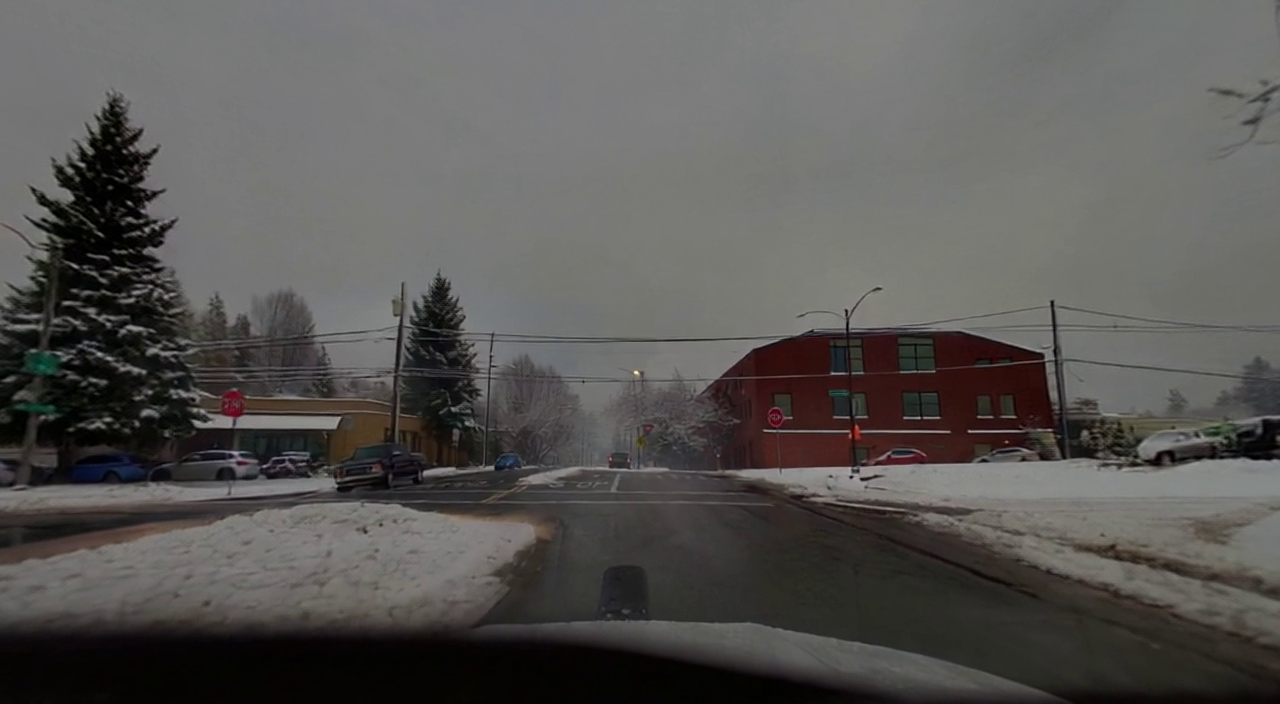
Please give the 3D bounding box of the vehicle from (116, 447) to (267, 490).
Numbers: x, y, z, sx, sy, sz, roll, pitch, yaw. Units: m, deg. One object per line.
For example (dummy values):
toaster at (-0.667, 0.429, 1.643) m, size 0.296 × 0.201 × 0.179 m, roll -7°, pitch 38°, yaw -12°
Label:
vehicle at (-18.458, 4.757, 26.186) m, size 2.010 × 1.583 × 4.582 m, roll -6°, pitch -10°, yaw 33°

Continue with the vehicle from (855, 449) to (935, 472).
vehicle at (16.972, 7.221, 42.039) m, size 4.528 × 1.458 × 1.939 m, roll 1°, pitch -7°, yaw -6°

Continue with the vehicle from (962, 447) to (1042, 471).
vehicle at (24.420, 7.219, 42.600) m, size 4.323 × 1.507 × 1.896 m, roll 1°, pitch -8°, yaw -5°

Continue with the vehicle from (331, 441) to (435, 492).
vehicle at (-9.270, 4.182, 23.264) m, size 2.156 × 1.620 × 4.945 m, roll 0°, pitch -9°, yaw -5°

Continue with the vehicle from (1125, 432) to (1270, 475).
vehicle at (28.152, 5.088, 31.948) m, size 5.277 × 2.032 × 2.408 m, roll 1°, pitch -7°, yaw -5°

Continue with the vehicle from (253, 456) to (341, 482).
vehicle at (-21.182, 7.222, 39.087) m, size 4.277 × 1.527 × 1.987 m, roll 0°, pitch -8°, yaw -4°
